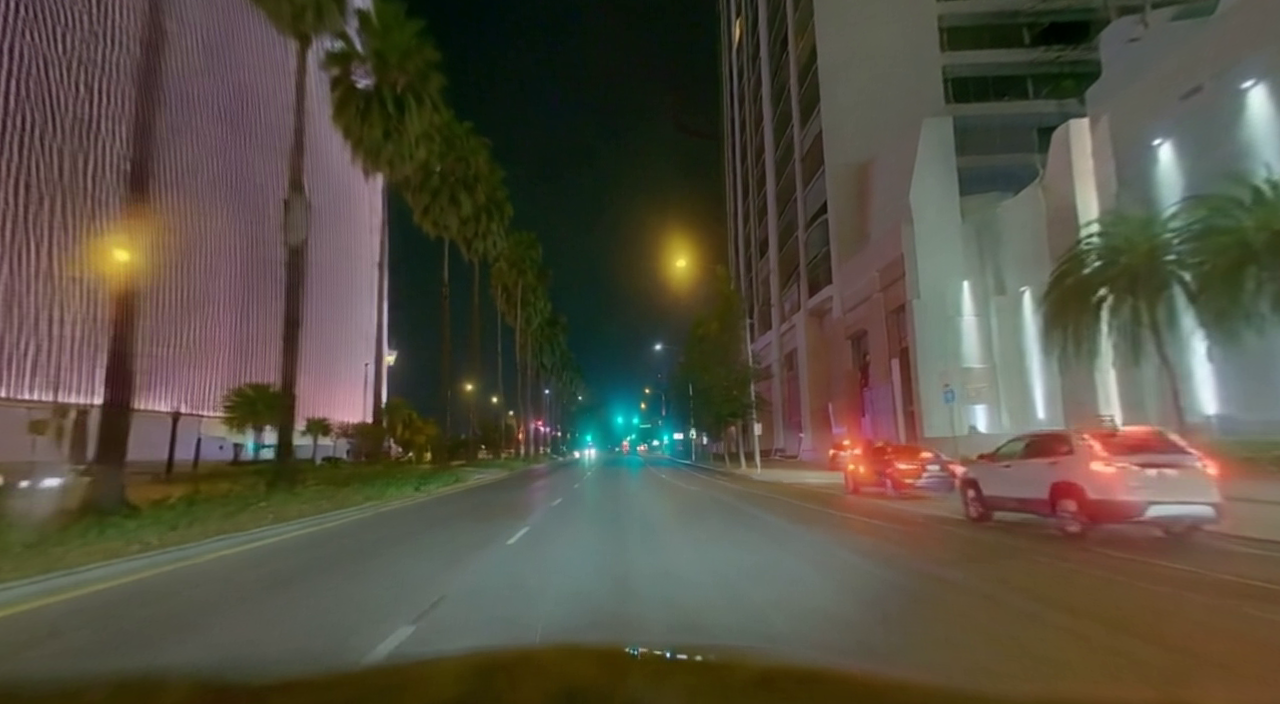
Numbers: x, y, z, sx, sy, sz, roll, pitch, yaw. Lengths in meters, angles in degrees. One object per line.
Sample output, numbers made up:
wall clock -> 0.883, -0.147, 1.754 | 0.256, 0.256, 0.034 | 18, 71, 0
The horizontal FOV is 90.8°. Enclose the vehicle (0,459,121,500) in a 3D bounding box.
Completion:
vehicle -> -24.657, 5.310, 26.593 | 1.801, 1.444, 4.640 | 0, -8, -3

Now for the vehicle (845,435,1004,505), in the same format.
vehicle -> 7.019, 2.948, 16.279 | 1.919, 1.499, 4.779 | -1, -8, 1

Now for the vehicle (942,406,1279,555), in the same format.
vehicle -> 6.930, 1.832, 9.723 | 2.225, 1.727, 4.418 | 0, -8, -2
